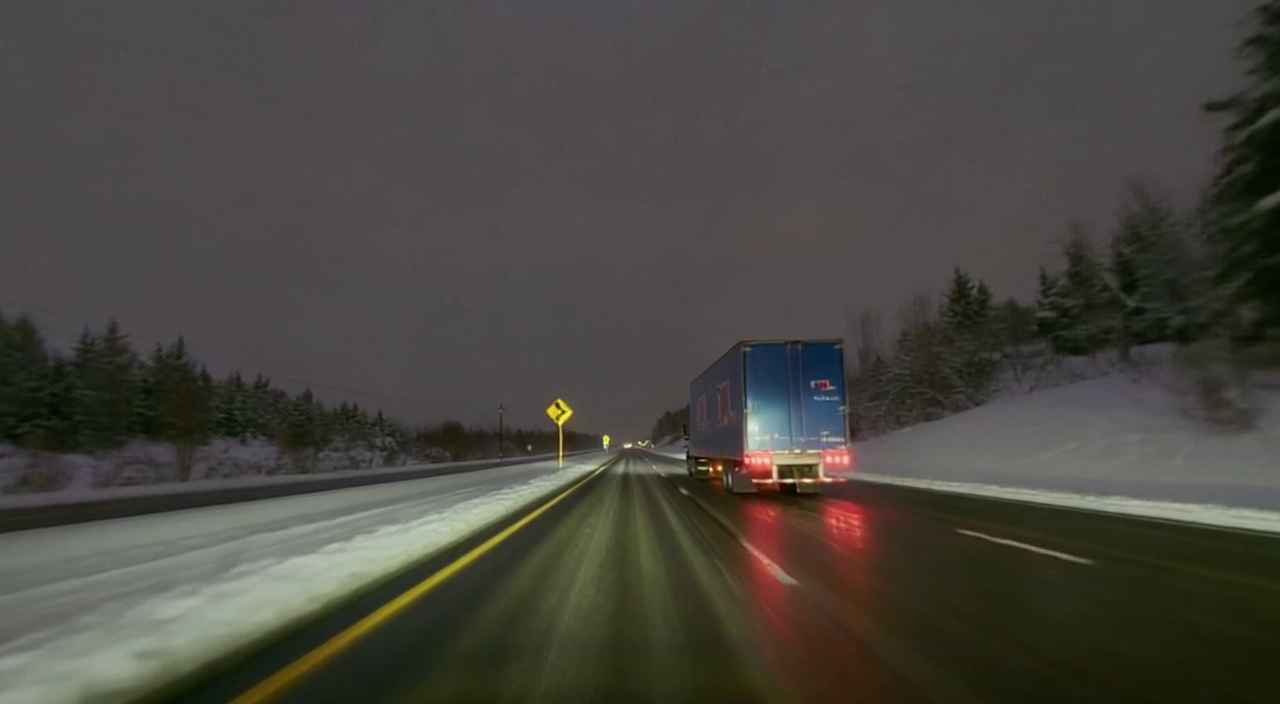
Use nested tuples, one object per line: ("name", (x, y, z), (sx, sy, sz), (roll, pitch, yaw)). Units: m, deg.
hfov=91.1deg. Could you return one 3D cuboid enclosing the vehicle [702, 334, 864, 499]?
("vehicle", (3.921, 2.187, 19.648), (2.879, 4.075, 8.126), (0, -9, -2))
